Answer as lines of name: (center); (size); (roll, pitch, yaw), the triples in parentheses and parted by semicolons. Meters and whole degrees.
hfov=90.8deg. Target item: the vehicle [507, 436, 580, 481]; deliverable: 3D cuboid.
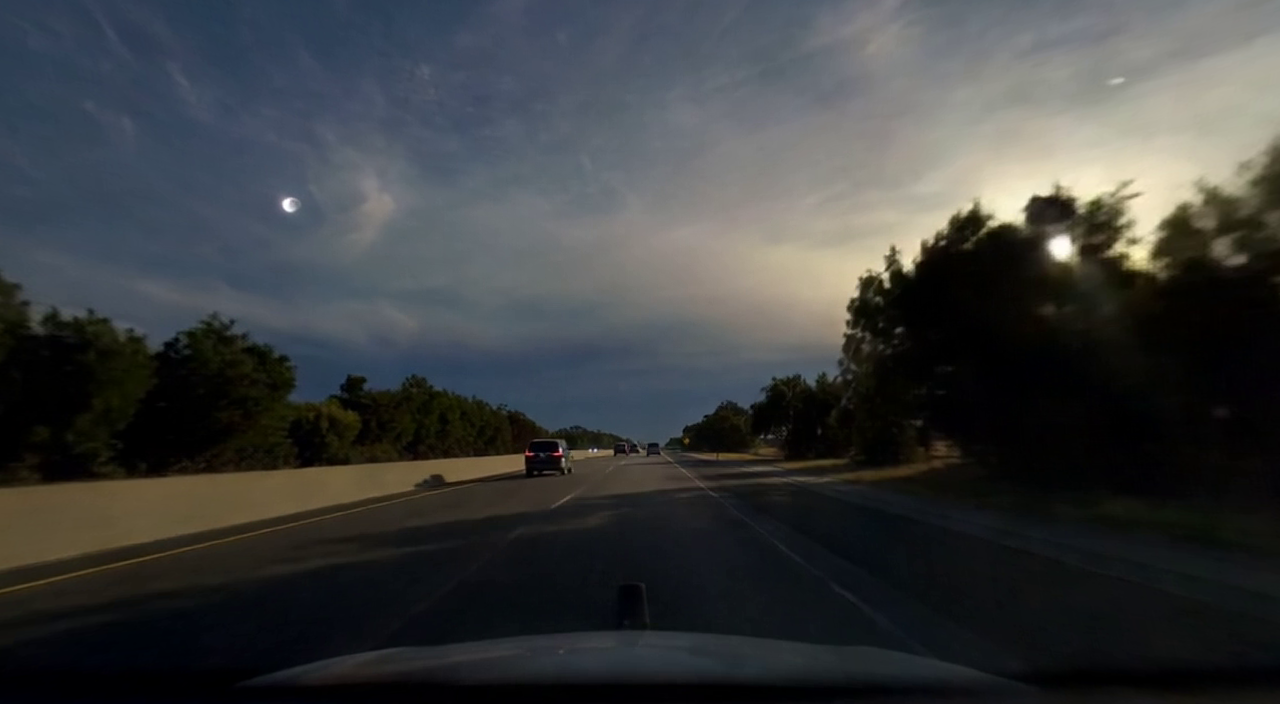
vehicle: (-3.834, 4.336, 25.970); (2.188, 1.692, 4.623); (0, -9, 1)
